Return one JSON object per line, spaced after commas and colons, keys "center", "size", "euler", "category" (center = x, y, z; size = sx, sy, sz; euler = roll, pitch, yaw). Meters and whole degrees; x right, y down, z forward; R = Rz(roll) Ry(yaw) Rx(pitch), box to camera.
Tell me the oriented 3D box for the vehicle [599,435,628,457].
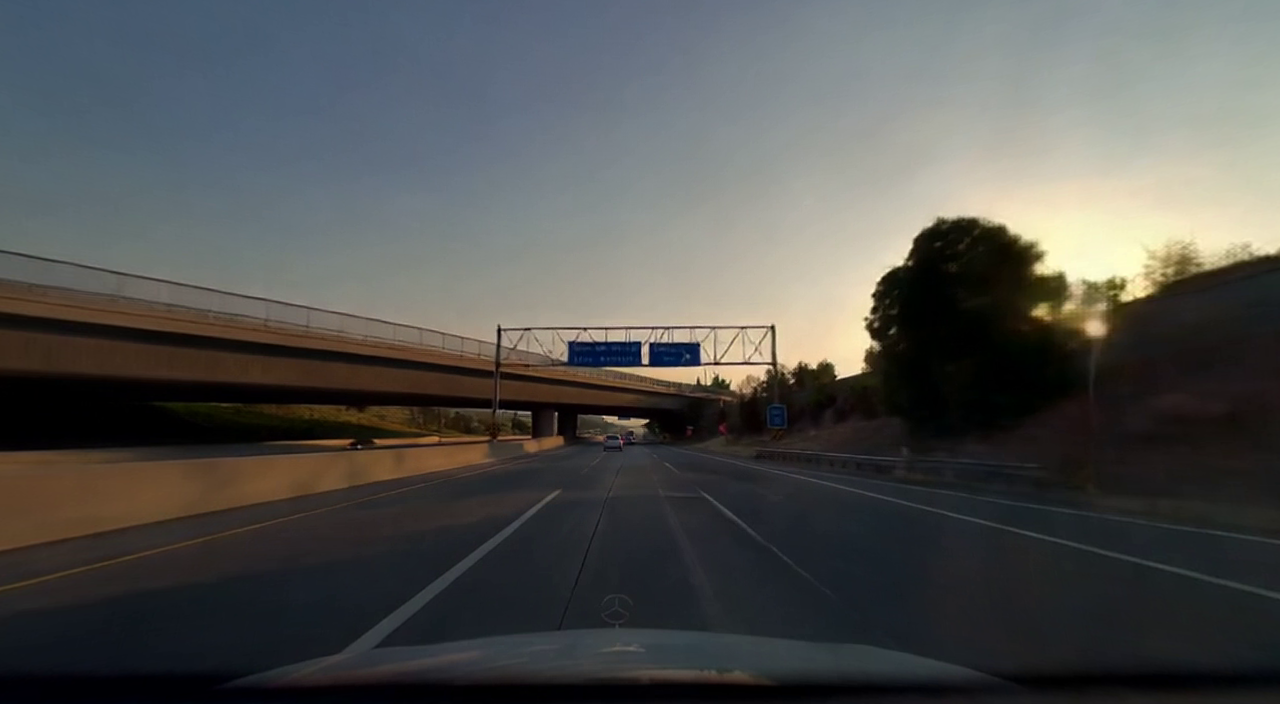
{"center": [-1.922, 6.915, 46.642], "size": [1.993, 1.519, 4.046], "euler": [0, -8, -1], "category": "vehicle"}
